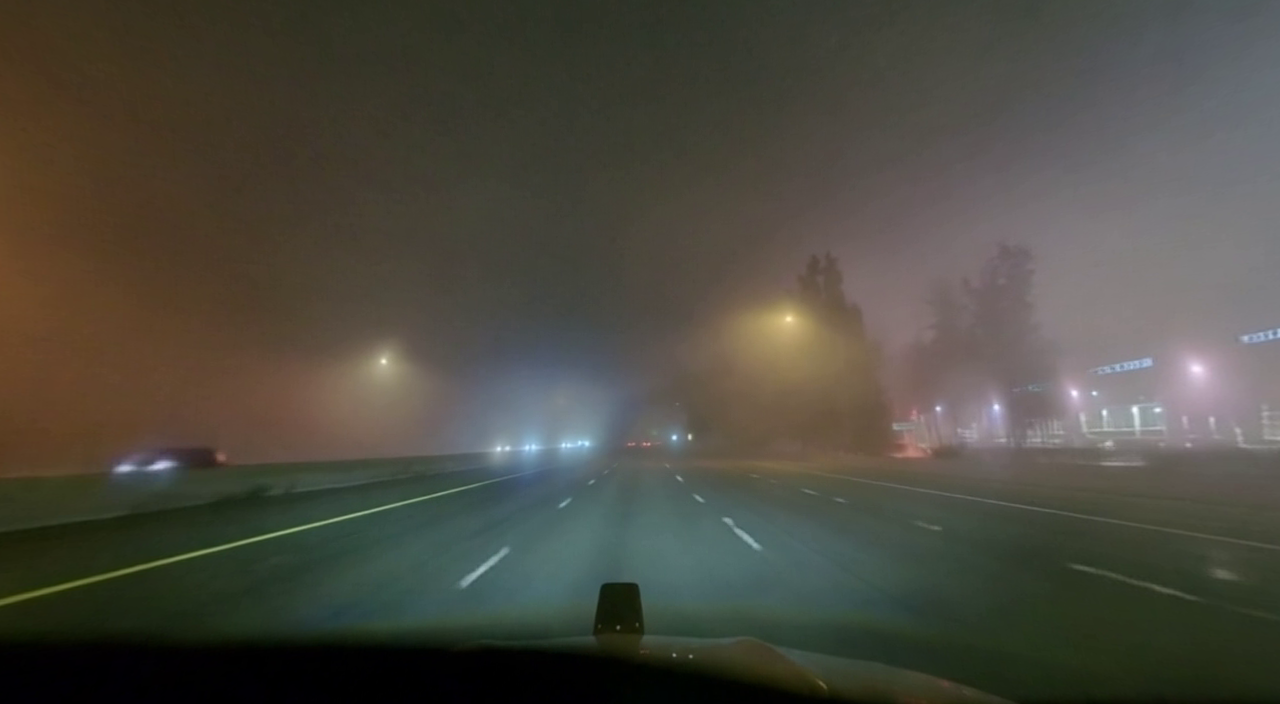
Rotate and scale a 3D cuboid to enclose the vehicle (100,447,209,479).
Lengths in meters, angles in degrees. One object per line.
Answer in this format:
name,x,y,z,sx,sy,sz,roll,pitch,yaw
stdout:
vehicle,-25.275,5.766,33.031,1.876,1.517,4.715,0,-9,1
